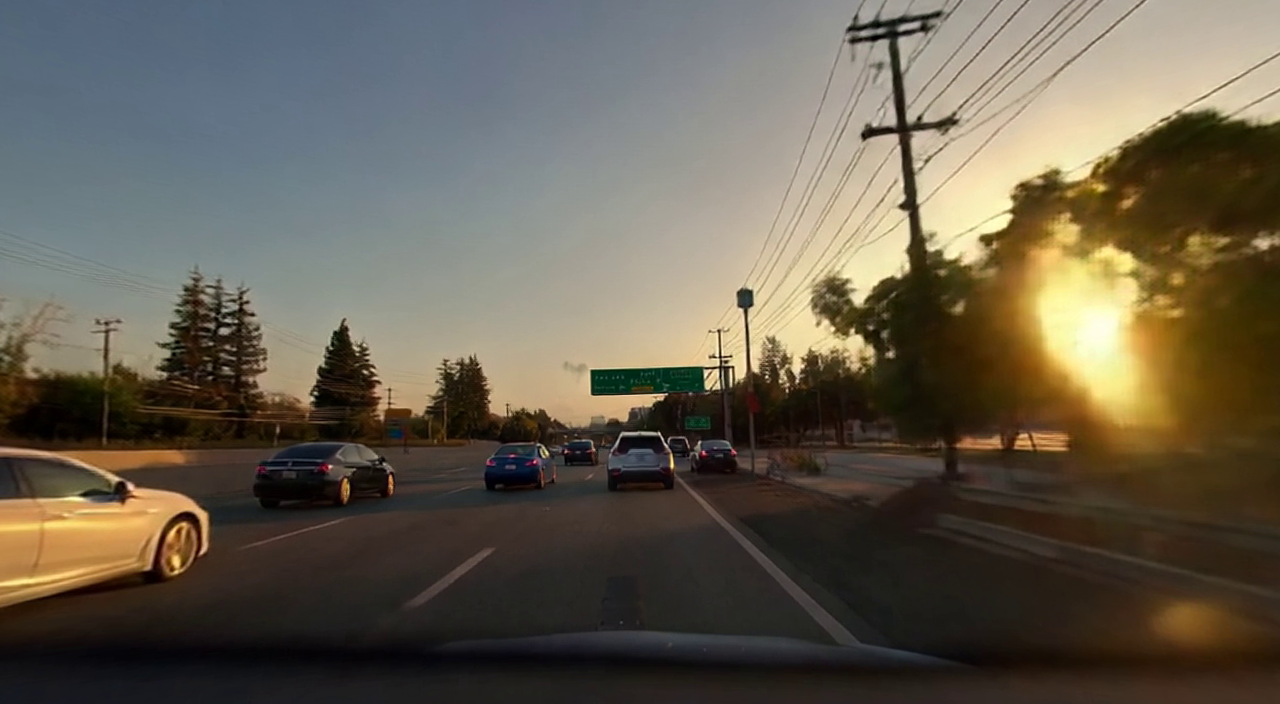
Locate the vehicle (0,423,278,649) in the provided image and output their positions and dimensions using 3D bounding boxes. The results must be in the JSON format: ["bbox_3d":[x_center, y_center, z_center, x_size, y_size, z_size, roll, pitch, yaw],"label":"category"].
[{"bbox_3d":[-5.198,1.369,5.271,1.958,1.447,4.454,1,-8,-4],"label":"vehicle"}]

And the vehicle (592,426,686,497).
[{"bbox_3d":[-0.013,2.968,17.405,2.284,1.699,4.168,0,-8,0],"label":"vehicle"}]

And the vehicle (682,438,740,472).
[{"bbox_3d":[3.281,4.873,30.134,2.197,1.464,4.356,0,-8,-1],"label":"vehicle"}]

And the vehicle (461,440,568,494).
[{"bbox_3d":[-3.609,3.399,19.165,2.203,1.425,4.610,0,-8,1],"label":"vehicle"}]

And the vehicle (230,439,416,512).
[{"bbox_3d":[-7.174,2.815,15.008,1.959,1.435,4.719,0,-8,0],"label":"vehicle"}]
